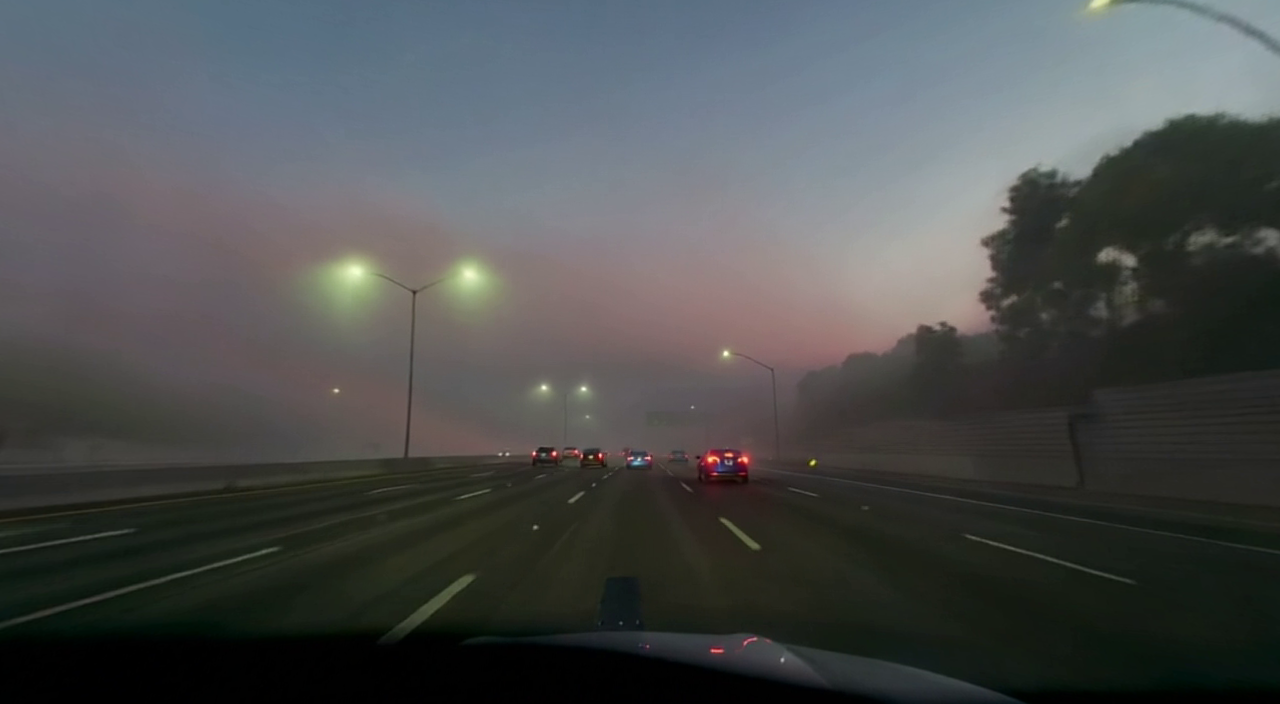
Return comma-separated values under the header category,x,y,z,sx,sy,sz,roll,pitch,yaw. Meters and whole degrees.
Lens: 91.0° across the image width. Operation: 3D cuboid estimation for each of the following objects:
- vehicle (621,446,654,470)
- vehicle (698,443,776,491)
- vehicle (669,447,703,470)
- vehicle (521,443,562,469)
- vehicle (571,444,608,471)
category,x,y,z,sx,sy,sz,roll,pitch,yaw
vehicle,-0.136,7.274,43.438,2.166,1.496,4.158,0,-9,0
vehicle,3.389,4.113,22.870,2.077,1.527,4.553,0,-9,-1
vehicle,3.220,7.526,44.629,2.036,1.517,4.256,0,-9,0
vehicle,-6.811,7.269,44.089,2.112,1.721,4.381,0,-9,0
vehicle,-3.253,6.898,41.489,2.091,1.664,4.157,0,-9,0
